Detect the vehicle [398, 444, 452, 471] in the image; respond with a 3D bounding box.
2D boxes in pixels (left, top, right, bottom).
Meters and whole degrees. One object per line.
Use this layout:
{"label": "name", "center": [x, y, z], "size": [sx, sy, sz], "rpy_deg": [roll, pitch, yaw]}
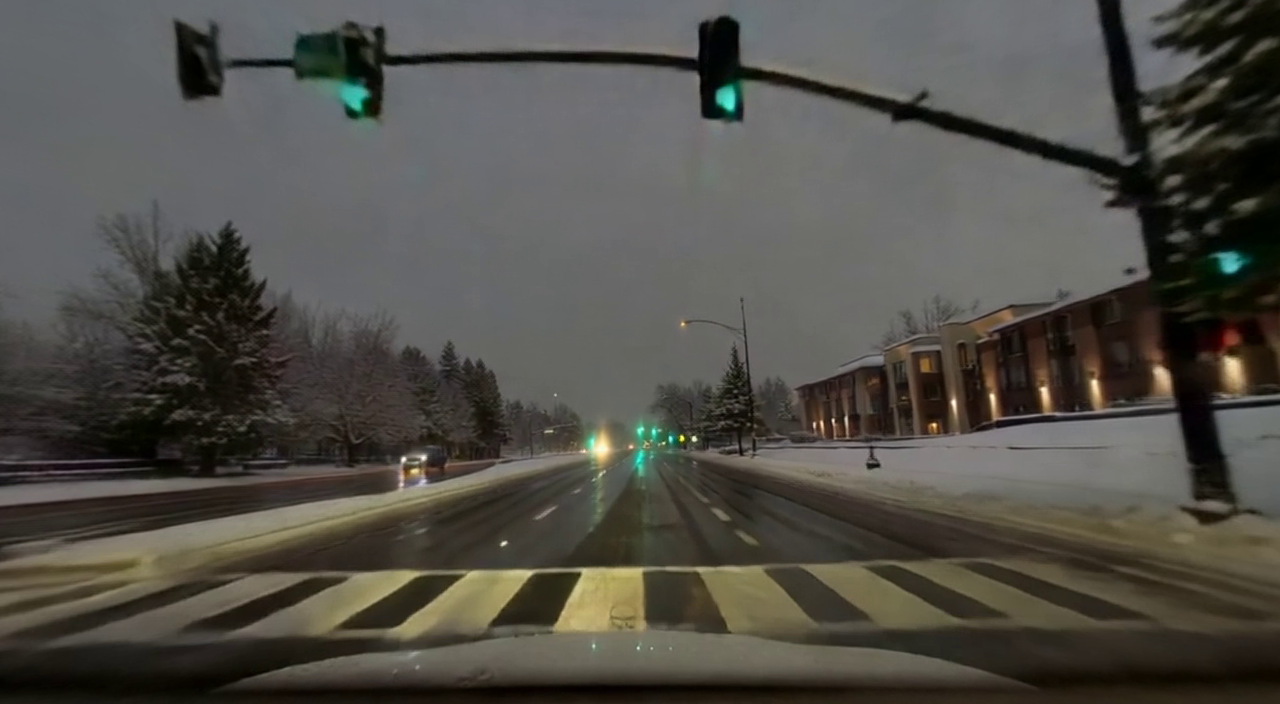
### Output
{"label": "vehicle", "center": [-14.639, 7.213, 43.046], "size": [1.936, 1.718, 4.643], "rpy_deg": [0, -8, 1]}
